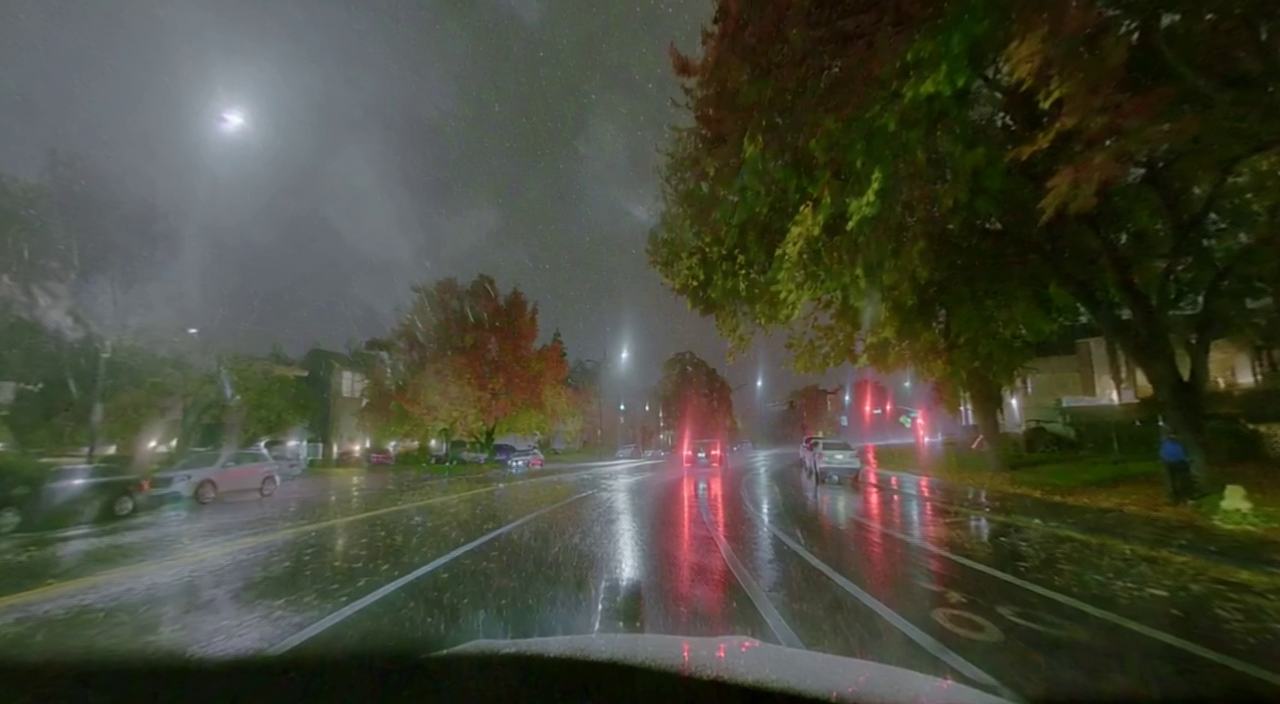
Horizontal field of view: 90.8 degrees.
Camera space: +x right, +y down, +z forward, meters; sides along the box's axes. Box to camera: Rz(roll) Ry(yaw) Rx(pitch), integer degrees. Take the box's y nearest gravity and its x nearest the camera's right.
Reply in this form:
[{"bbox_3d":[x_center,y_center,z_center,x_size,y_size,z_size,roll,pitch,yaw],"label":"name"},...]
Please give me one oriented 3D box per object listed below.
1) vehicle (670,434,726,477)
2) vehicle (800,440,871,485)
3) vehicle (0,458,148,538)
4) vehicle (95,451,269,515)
[{"bbox_3d":[2.585,4.419,27.233,1.852,1.680,4.488,-2,-9,12],"label":"vehicle"},{"bbox_3d":[7.031,3.991,23.206,1.940,1.456,4.502,-2,-9,11],"label":"vehicle"},{"bbox_3d":[-12.991,2.981,13.166,1.777,1.432,4.327,-1,-8,4],"label":"vehicle"},{"bbox_3d":[-12.610,3.579,17.763,1.805,1.535,3.798,-1,-8,5],"label":"vehicle"}]
